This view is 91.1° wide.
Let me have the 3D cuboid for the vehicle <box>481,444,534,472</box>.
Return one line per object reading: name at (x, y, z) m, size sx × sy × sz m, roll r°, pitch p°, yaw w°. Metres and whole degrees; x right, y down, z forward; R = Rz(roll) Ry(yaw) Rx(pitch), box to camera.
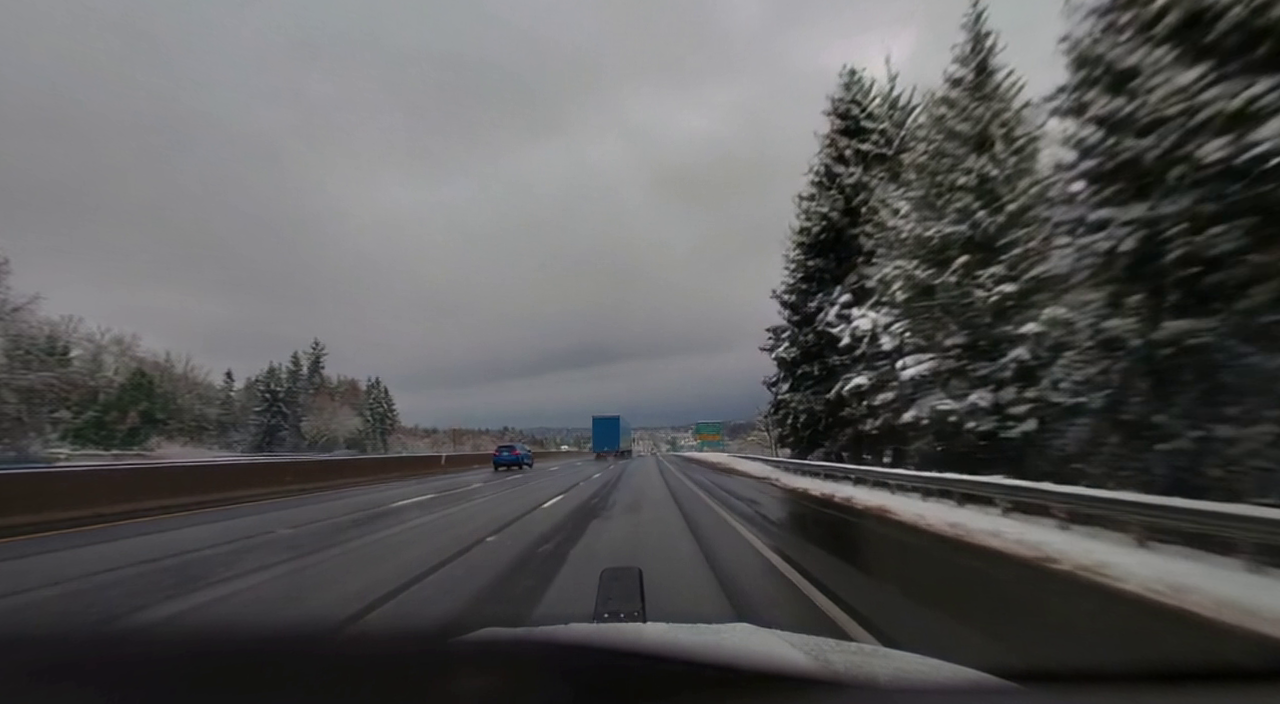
vehicle at (-7.501, 6.039, 36.009) m, size 1.901 × 1.467 × 4.629 m, roll 0°, pitch -8°, yaw 2°
